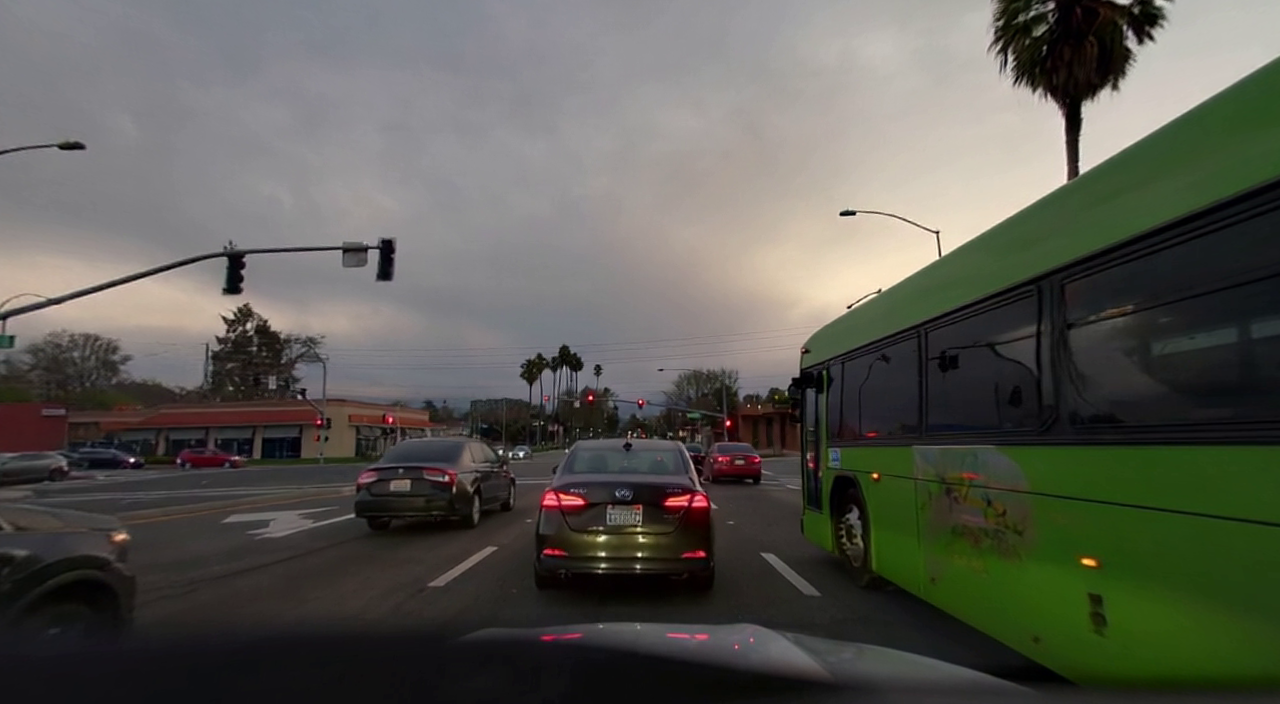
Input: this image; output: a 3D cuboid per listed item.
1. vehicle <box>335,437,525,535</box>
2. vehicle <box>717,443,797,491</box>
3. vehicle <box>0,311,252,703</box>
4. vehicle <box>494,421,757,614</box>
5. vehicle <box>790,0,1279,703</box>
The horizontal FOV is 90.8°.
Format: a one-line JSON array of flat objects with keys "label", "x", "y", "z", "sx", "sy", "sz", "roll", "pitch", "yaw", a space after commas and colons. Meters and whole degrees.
[{"label": "vehicle", "x": -3.490, "y": 2.300, "z": 11.461, "sx": 1.919, "sy": 1.415, "sz": 4.178, "roll": 0, "pitch": -9, "yaw": 2}, {"label": "vehicle", "x": 3.928, "y": 3.938, "z": 22.020, "sx": 1.989, "sy": 1.467, "sz": 4.364, "roll": 0, "pitch": -9, "yaw": 0}, {"label": "vehicle", "x": -3.546, "y": 0.609, "z": 1.349, "sx": 2.145, "sy": 1.824, "sz": 4.974, "roll": 0, "pitch": -9, "yaw": 2}, {"label": "vehicle", "x": -0.130, "y": 1.594, "z": 6.960, "sx": 2.060, "sy": 1.499, "sz": 3.831, "roll": 0, "pitch": -9, "yaw": -1}, {"label": "vehicle", "x": 3.602, "y": -0.328, "z": 2.053, "sx": 3.068, "sy": 4.026, "sz": 13.534, "roll": 0, "pitch": -9, "yaw": 1}]
